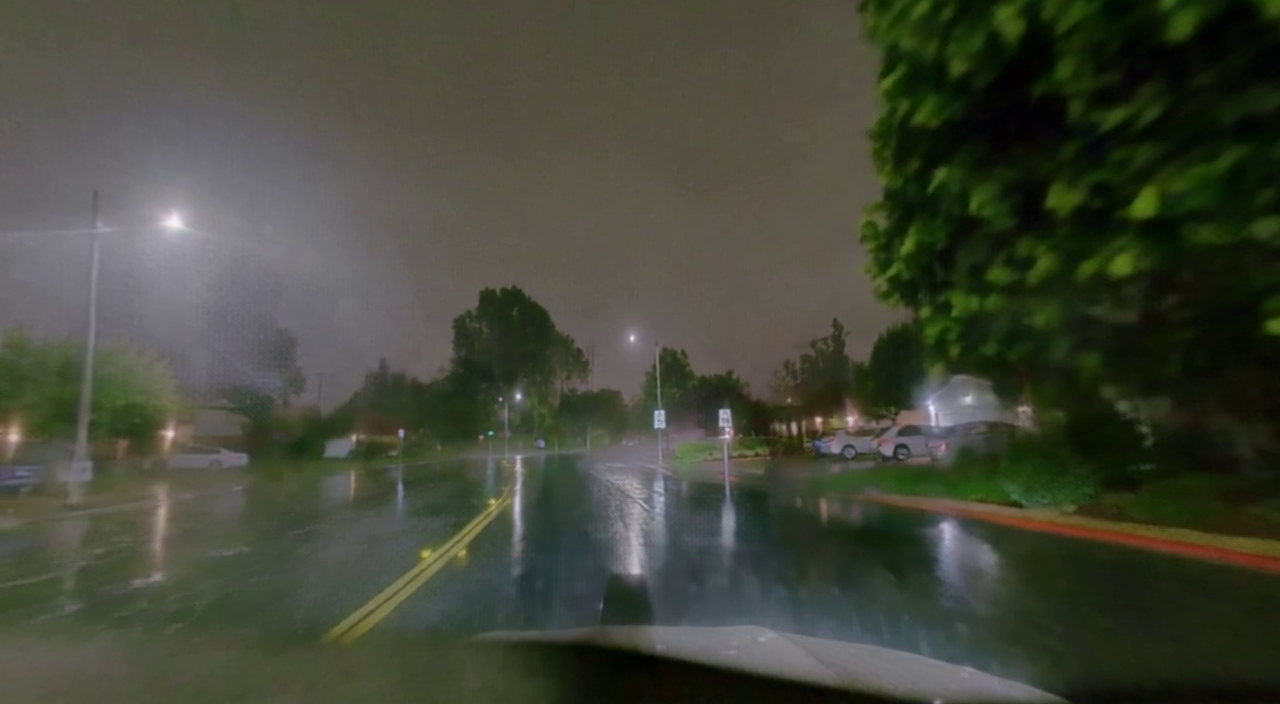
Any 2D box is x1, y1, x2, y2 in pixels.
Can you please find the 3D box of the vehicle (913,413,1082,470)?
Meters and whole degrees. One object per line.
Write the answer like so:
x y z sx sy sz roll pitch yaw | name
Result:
12.851 3.285 23.004 4.693 1.764 2.265 -4 -9 8 | vehicle

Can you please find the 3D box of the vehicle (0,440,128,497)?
-21.142 3.934 21.562 5.150 1.840 2.122 1 -8 -6 | vehicle

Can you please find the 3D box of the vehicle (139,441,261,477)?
-23.956 5.843 34.569 4.879 1.854 2.265 2 -9 -13 | vehicle
